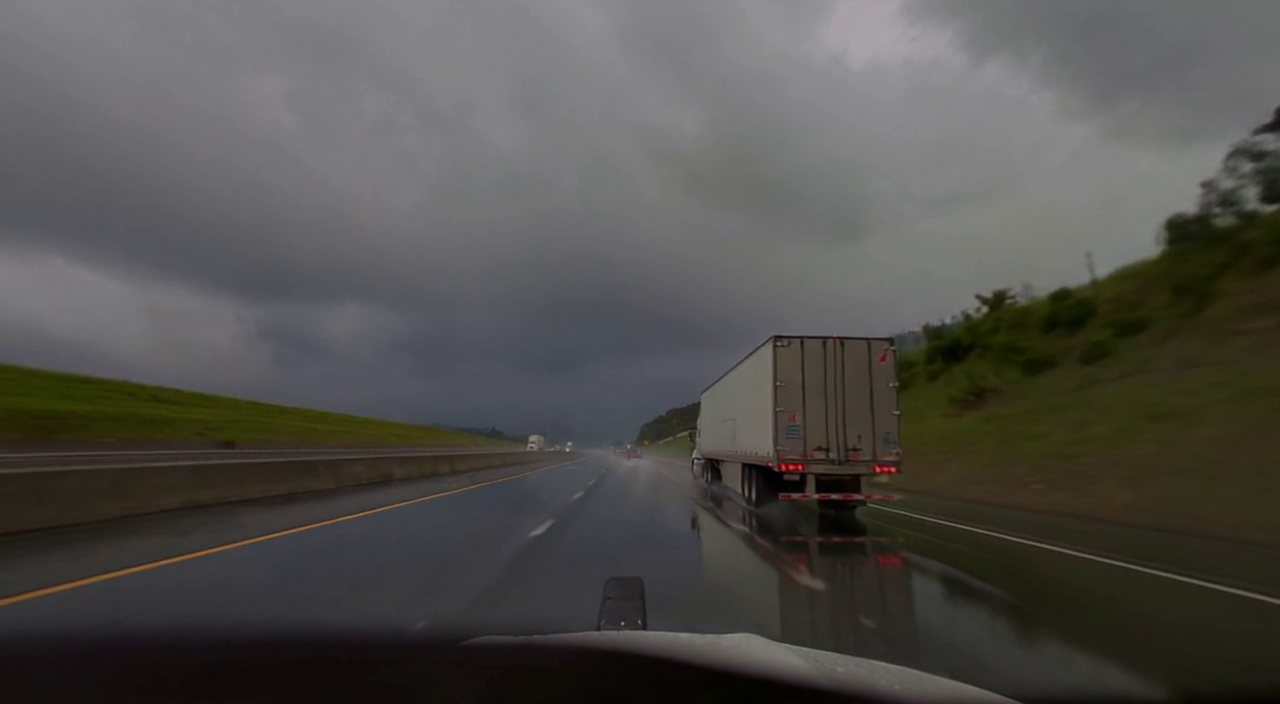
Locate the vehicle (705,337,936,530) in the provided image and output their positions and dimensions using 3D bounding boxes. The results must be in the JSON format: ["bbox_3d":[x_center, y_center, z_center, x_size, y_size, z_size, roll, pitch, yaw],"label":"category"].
[{"bbox_3d":[3.938,2.393,17.634,2.876,3.586,11.726,0,-9,-1],"label":"vehicle"}]
